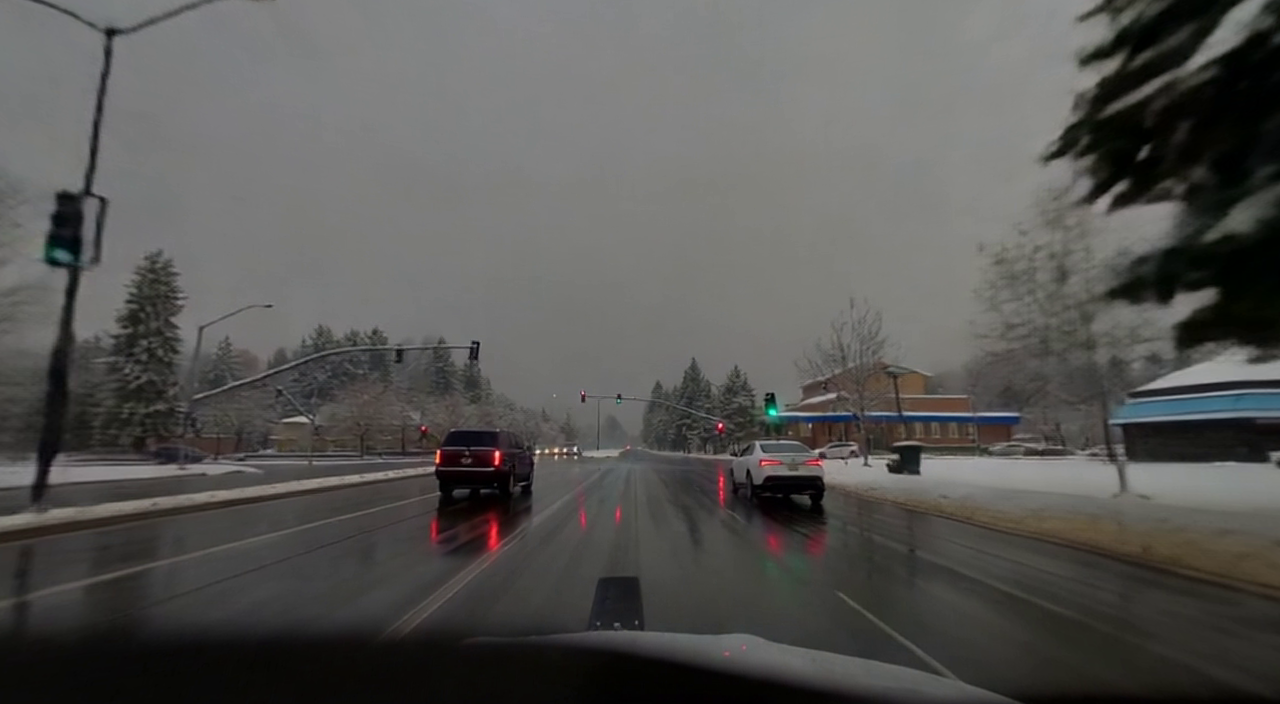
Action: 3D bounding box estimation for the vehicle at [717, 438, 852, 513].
[{"bbox_3d":[3.222,2.859,15.208,1.975,1.502,4.787,0,-8,-2],"label":"vehicle"}]

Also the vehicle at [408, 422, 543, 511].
[{"bbox_3d":[-3.735,2.690,15.321,1.997,1.806,4.500,0,-8,1],"label":"vehicle"}]
